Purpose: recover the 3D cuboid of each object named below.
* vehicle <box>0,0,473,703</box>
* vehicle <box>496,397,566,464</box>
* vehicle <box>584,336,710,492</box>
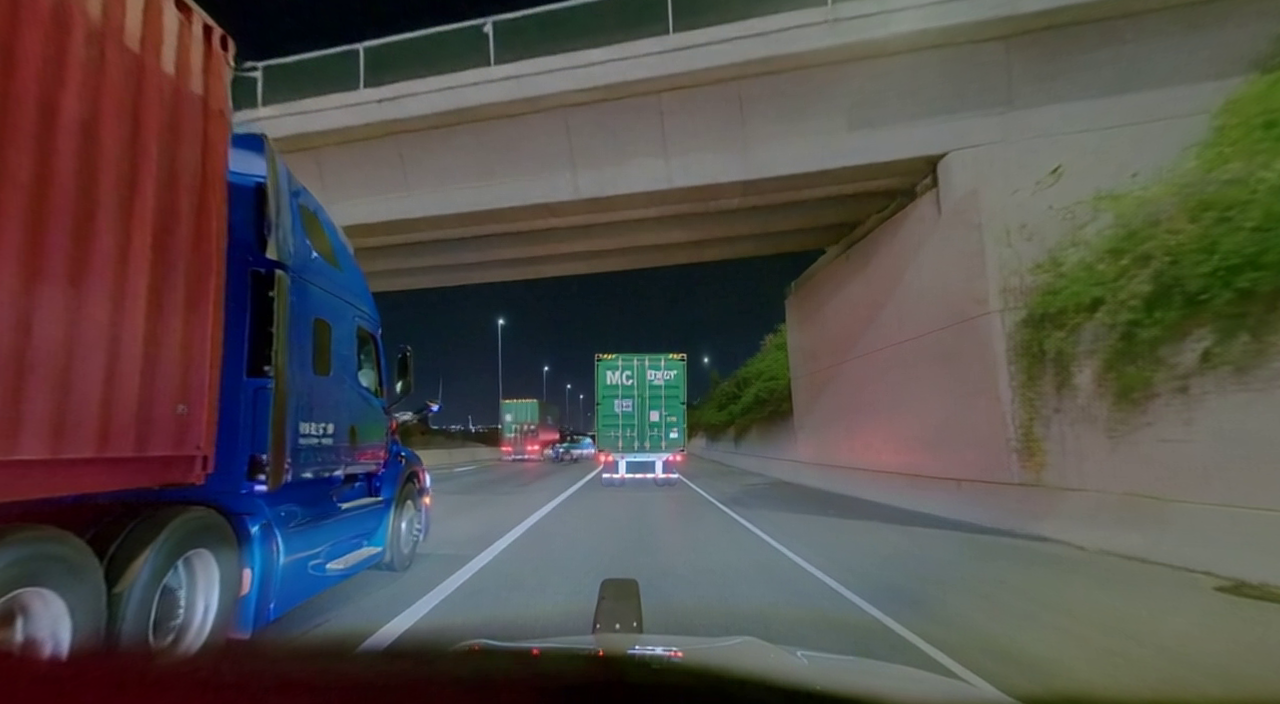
[{"bbox_3d":[-3.545,-0.085,3.807,3.187,3.949,6.963,0,-9,0],"label":"vehicle"},{"bbox_3d":[-7.468,5.759,45.379,3.023,4.139,11.860,0,-9,-1],"label":"vehicle"},{"bbox_3d":[0.045,2.203,20.873,3.357,4.212,7.519,0,-9,-2],"label":"vehicle"}]
